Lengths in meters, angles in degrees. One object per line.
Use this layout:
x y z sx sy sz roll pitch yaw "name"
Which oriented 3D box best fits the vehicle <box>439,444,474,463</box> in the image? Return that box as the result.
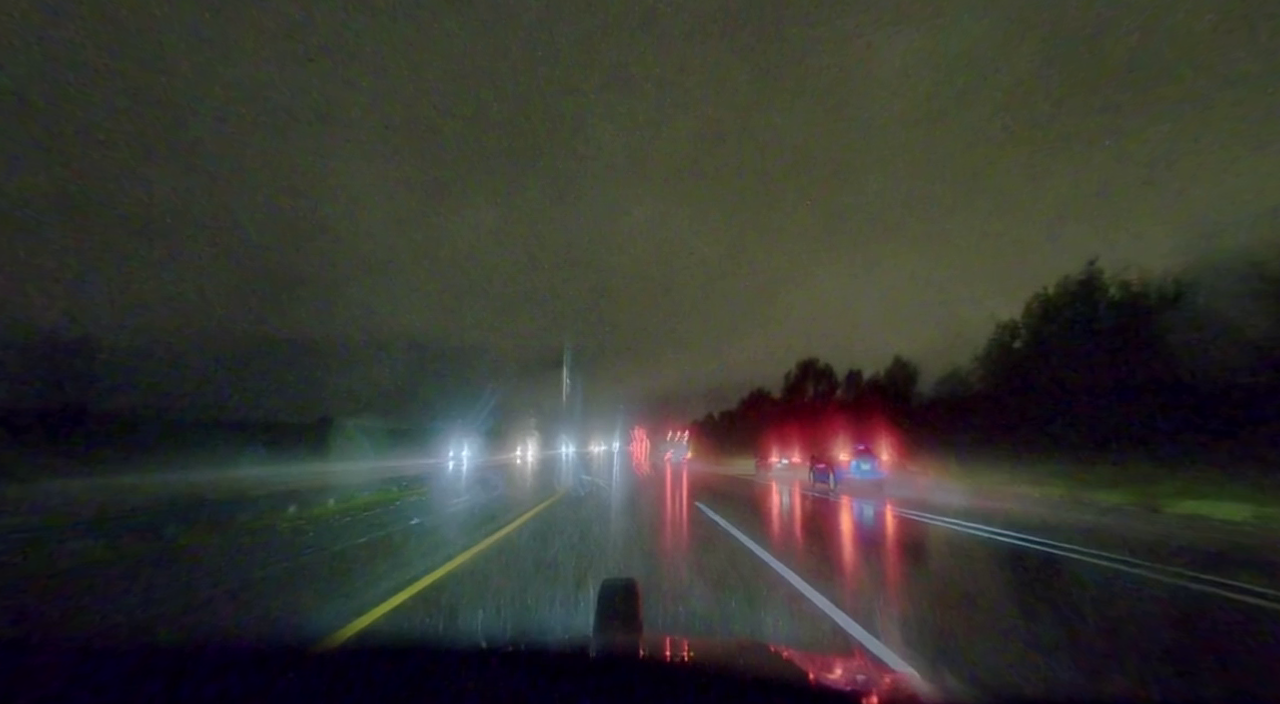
-14.405 8.000 49.578 1.752 1.472 3.546 0 -9 -1 "vehicle"
